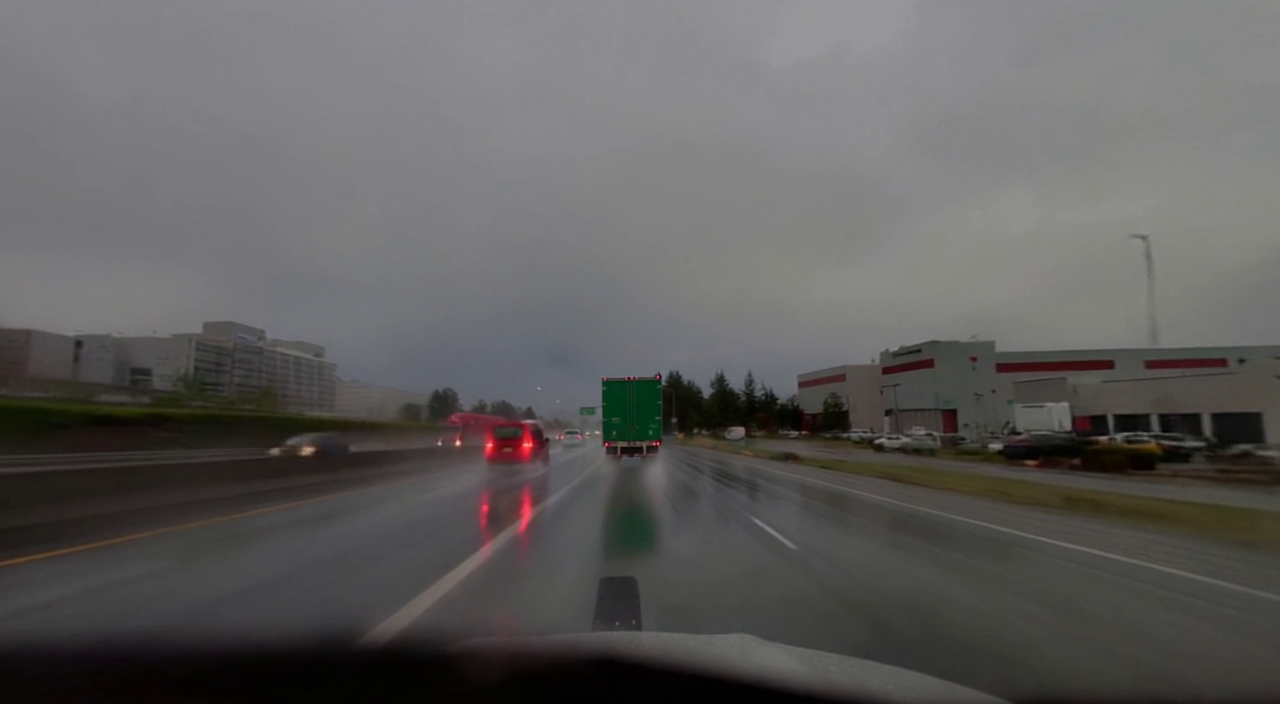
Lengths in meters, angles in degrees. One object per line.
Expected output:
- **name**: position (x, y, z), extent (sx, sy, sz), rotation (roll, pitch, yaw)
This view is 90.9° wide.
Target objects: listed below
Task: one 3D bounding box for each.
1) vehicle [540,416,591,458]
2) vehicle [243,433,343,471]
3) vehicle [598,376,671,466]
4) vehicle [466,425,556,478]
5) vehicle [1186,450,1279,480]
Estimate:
- **vehicle**: position (-5.109, 6.001, 44.370), extent (2.717, 2.714, 6.997), rotation (0, -8, 0)
- **vehicle**: position (-14.971, 4.307, 27.478), extent (1.934, 1.527, 4.158), rotation (0, -8, 0)
- **vehicle**: position (-0.377, 3.785, 33.542), extent (3.259, 4.066, 9.891), rotation (0, -8, -2)
- **vehicle**: position (-4.271, 3.380, 21.790), extent (2.005, 1.602, 5.131), rotation (0, -8, 0)
- **vehicle**: position (44.245, 8.405, 47.055), extent (4.593, 2.050, 2.388), rotation (0, -8, 0)
